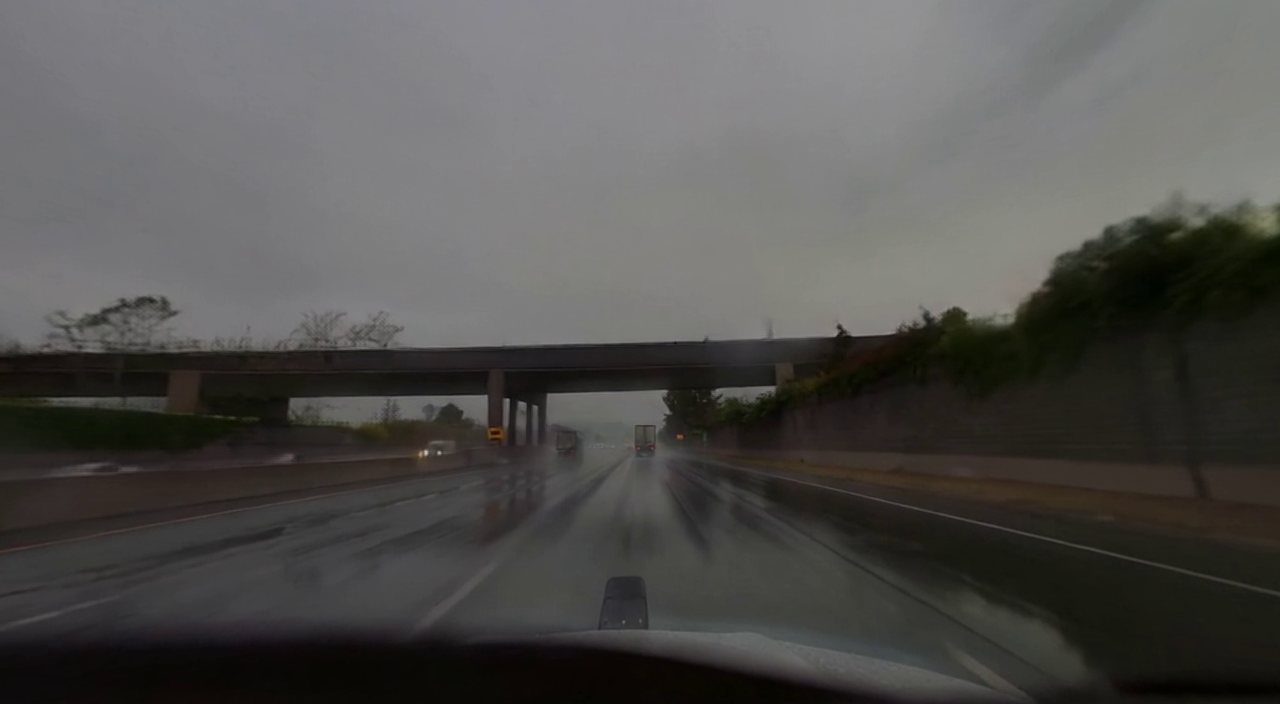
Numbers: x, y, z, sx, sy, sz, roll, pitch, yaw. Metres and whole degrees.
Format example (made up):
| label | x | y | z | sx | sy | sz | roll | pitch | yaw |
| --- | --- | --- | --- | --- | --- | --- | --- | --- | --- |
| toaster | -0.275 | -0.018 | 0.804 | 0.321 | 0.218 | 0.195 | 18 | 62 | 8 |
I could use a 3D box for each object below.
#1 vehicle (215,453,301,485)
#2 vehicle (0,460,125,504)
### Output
| label | x | y | z | sx | sy | sz | roll | pitch | yaw |
| --- | --- | --- | --- | --- | --- | --- | --- | --- | --- |
| vehicle | -20.202 | 6.179 | 33.561 | 1.879 | 1.487 | 4.188 | 0 | -8 | 1 |
| vehicle | -23.790 | 5.223 | 25.717 | 1.817 | 1.475 | 4.410 | 0 | -8 | 1 |
